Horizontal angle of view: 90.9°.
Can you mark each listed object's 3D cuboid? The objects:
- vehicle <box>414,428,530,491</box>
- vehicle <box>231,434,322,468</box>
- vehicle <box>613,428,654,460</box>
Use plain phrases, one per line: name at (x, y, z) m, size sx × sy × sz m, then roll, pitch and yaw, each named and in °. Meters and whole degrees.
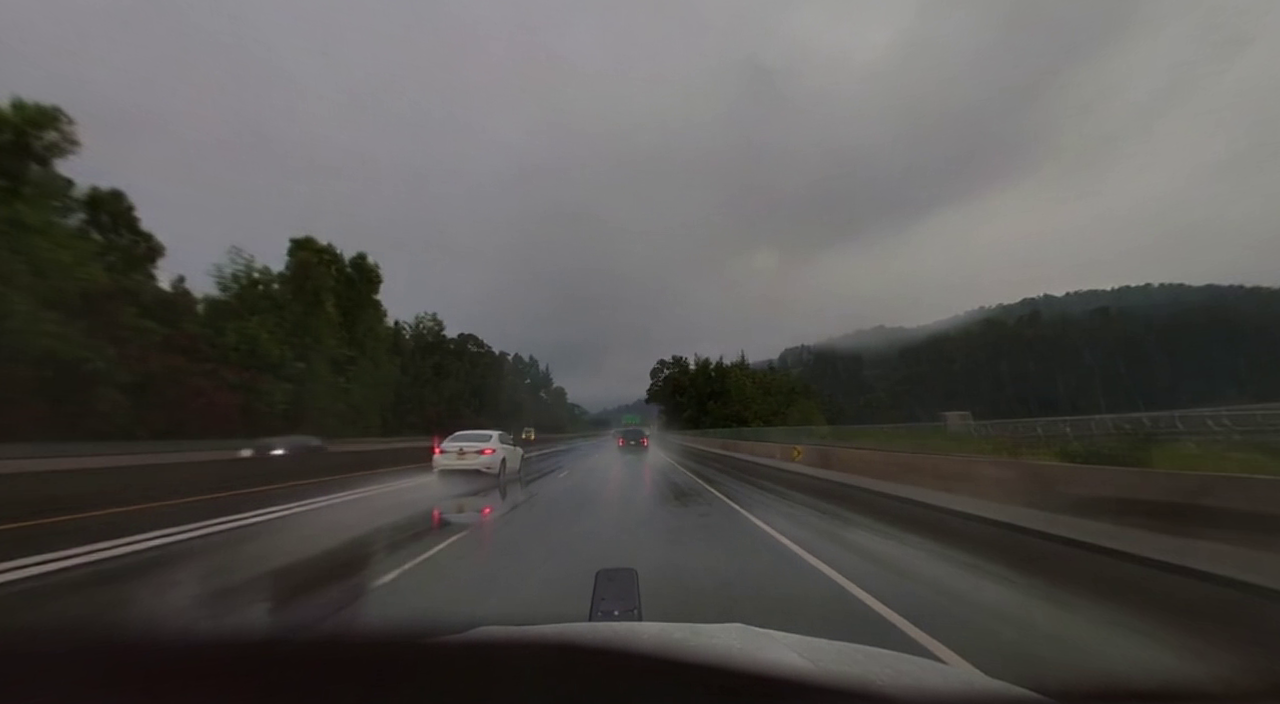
vehicle at (-4.420, 2.883, 17.330) m, size 2.030 × 1.491 × 4.046 m, roll 0°, pitch -8°, yaw 1°
vehicle at (-17.490, 4.764, 30.568) m, size 1.865 × 1.505 × 4.337 m, roll 0°, pitch -8°, yaw 0°
vehicle at (-0.352, 5.025, 34.497) m, size 2.134 × 1.654 × 4.174 m, roll 0°, pitch -8°, yaw -1°
